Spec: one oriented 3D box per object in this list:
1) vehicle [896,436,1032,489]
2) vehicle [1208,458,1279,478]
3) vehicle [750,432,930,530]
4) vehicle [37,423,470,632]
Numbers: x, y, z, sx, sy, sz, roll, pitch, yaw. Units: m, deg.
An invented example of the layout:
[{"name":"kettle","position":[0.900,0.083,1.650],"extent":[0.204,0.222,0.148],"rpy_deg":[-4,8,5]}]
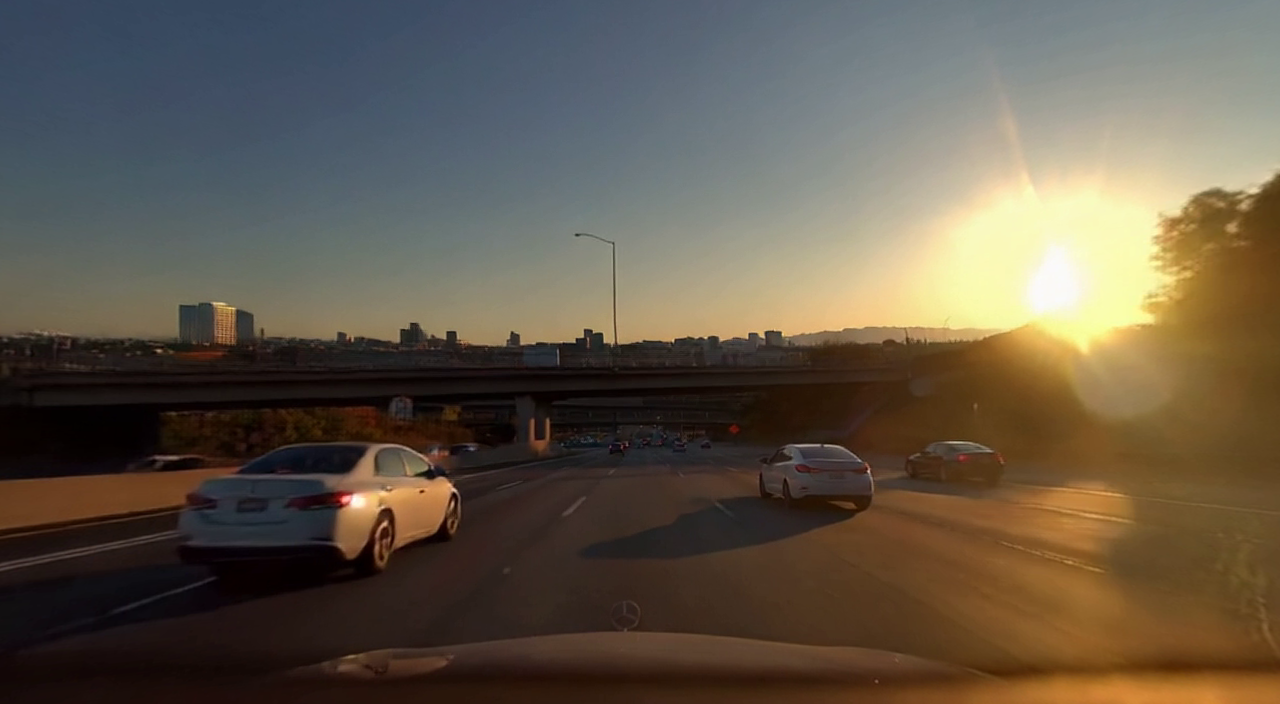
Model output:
[{"name":"vehicle","position":[10.323,3.553,20.578],"extent":[2.019,1.529,4.385],"rpy_deg":[0,-9,-1]},{"name":"vehicle","position":[44.214,8.444,46.043],"extent":[3.765,1.422,1.794],"rpy_deg":[0,-9,1]},{"name":"vehicle","position":[3.463,2.309,11.877],"extent":[1.961,1.504,4.094],"rpy_deg":[0,-9,-1]},{"name":"vehicle","position":[-3.467,1.632,6.914],"extent":[1.975,1.536,4.295],"rpy_deg":[0,-9,1]}]
